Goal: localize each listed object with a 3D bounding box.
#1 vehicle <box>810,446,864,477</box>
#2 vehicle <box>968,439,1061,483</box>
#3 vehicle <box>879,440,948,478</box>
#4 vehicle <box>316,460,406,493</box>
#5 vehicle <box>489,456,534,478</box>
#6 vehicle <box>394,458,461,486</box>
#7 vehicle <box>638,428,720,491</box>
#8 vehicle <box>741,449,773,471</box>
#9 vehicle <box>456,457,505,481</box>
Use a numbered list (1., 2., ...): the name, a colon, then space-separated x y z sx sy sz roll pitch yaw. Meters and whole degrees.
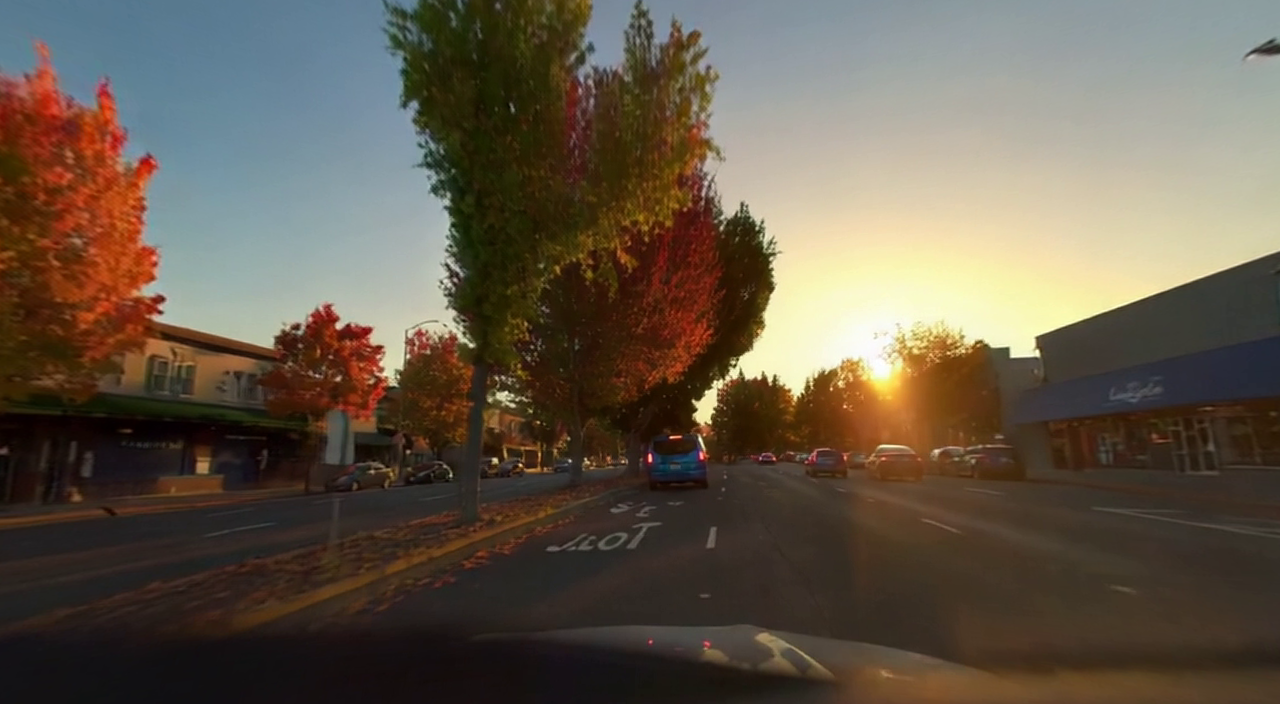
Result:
1. vehicle: 10.102 5.615 32.646 1.886 1.464 4.290 -1 -9 7
2. vehicle: 16.310 4.736 27.719 2.076 1.759 3.970 -1 -9 8
3. vehicle: 13.829 5.416 32.193 2.040 1.738 4.414 -1 -9 7
4. vehicle: -13.231 5.897 30.263 1.797 1.351 4.300 -2 -9 10
5. vehicle: -10.084 9.048 49.871 1.921 1.621 4.930 -1 -9 8
6. vehicle: -12.155 6.873 36.348 1.877 1.445 4.436 -1 -9 7
7. vehicle: 1.466 3.609 21.415 2.344 1.863 4.665 -1 -9 9
8. vehicle: 9.039 8.356 49.108 2.249 1.621 3.978 -1 -9 8
9. vehicle: -11.100 8.167 44.302 1.947 1.558 4.065 -1 -9 7
